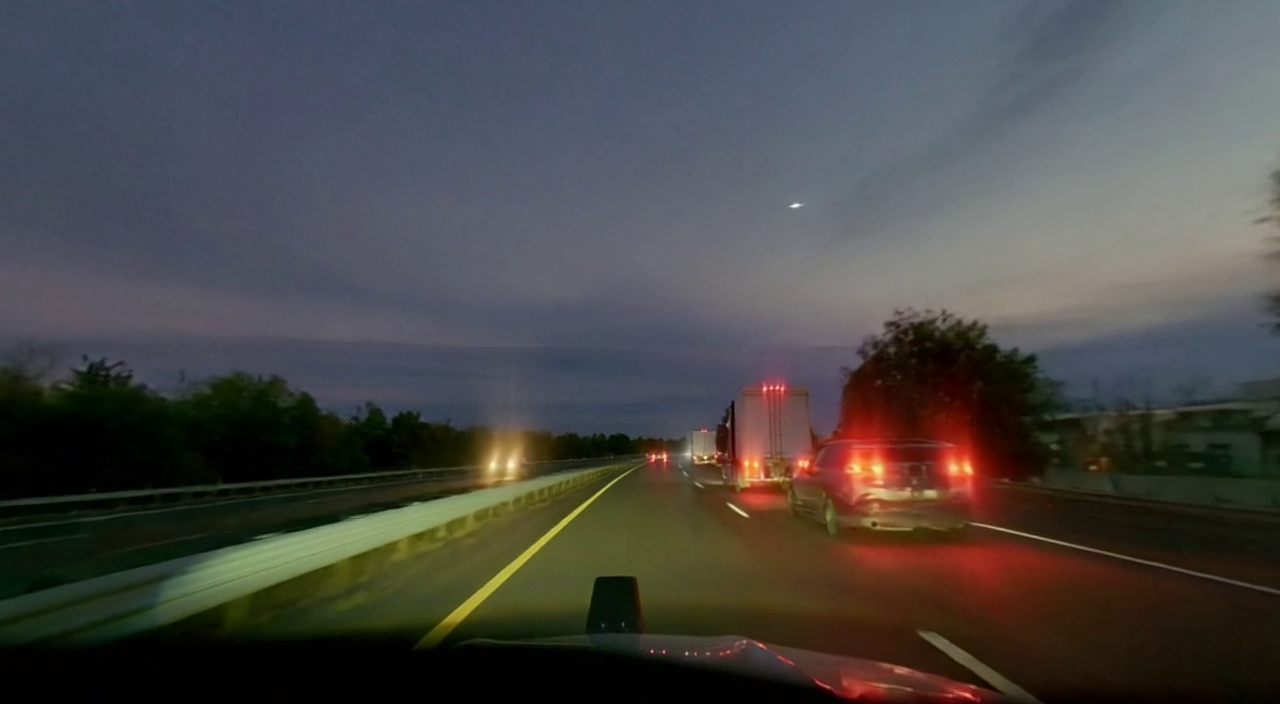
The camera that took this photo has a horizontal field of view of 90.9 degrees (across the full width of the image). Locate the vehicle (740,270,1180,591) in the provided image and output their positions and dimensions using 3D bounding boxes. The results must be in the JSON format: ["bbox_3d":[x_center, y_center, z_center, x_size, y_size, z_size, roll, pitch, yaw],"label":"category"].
[{"bbox_3d":[4.404,1.703,12.816,2.866,3.558,11.674,0,-9,0],"label":"vehicle"}]
